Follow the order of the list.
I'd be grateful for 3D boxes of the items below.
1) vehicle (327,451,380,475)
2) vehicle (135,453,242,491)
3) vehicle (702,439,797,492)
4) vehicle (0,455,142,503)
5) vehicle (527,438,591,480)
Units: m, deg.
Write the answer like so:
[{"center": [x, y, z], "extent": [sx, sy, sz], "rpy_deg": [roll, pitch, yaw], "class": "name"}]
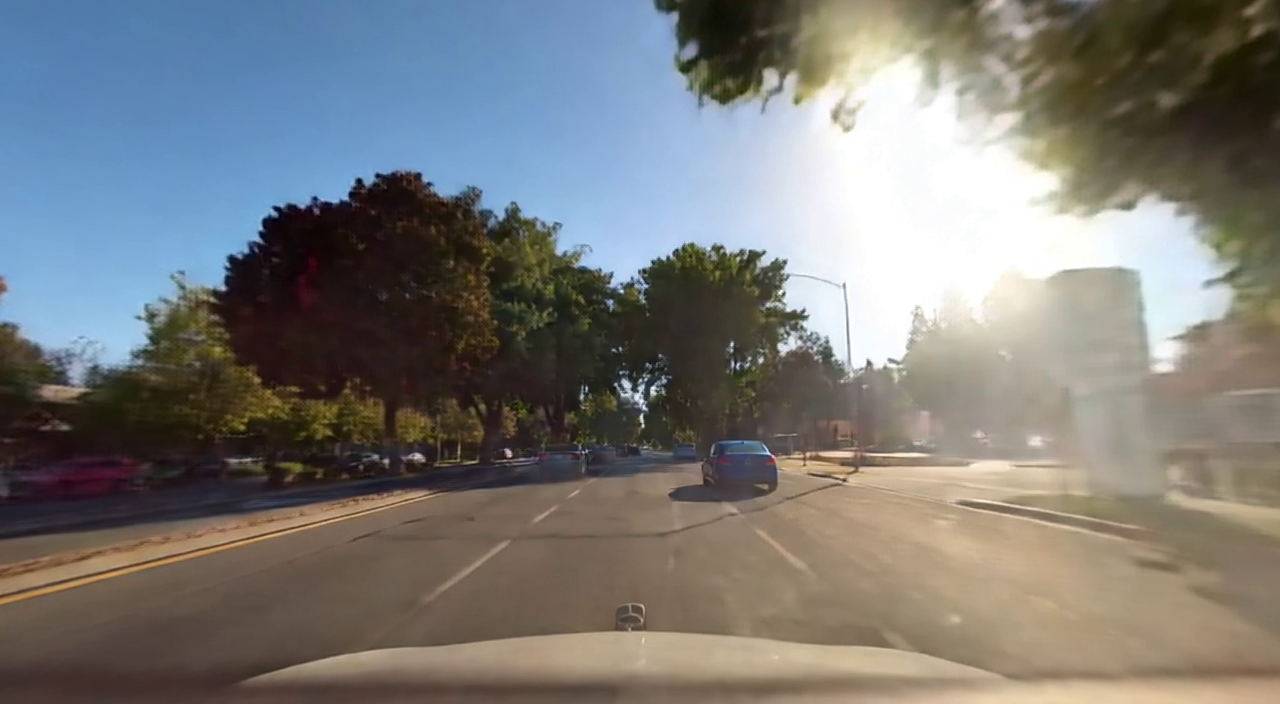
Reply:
[{"center": [-22.420, 8.695, 49.537], "extent": [1.918, 1.698, 4.581], "rpy_deg": [0, -8, 1], "class": "vehicle"}, {"center": [-22.524, 5.979, 31.730], "extent": [1.922, 1.682, 4.638], "rpy_deg": [0, -8, 0], "class": "vehicle"}, {"center": [3.267, 3.482, 19.753], "extent": [2.083, 1.474, 4.360], "rpy_deg": [0, -8, -1], "class": "vehicle"}, {"center": [-22.709, 5.011, 25.308], "extent": [1.853, 1.693, 4.233], "rpy_deg": [0, -8, 1], "class": "vehicle"}, {"center": [-3.348, 4.508, 26.766], "extent": [2.113, 1.626, 4.129], "rpy_deg": [0, -8, 1], "class": "vehicle"}]
